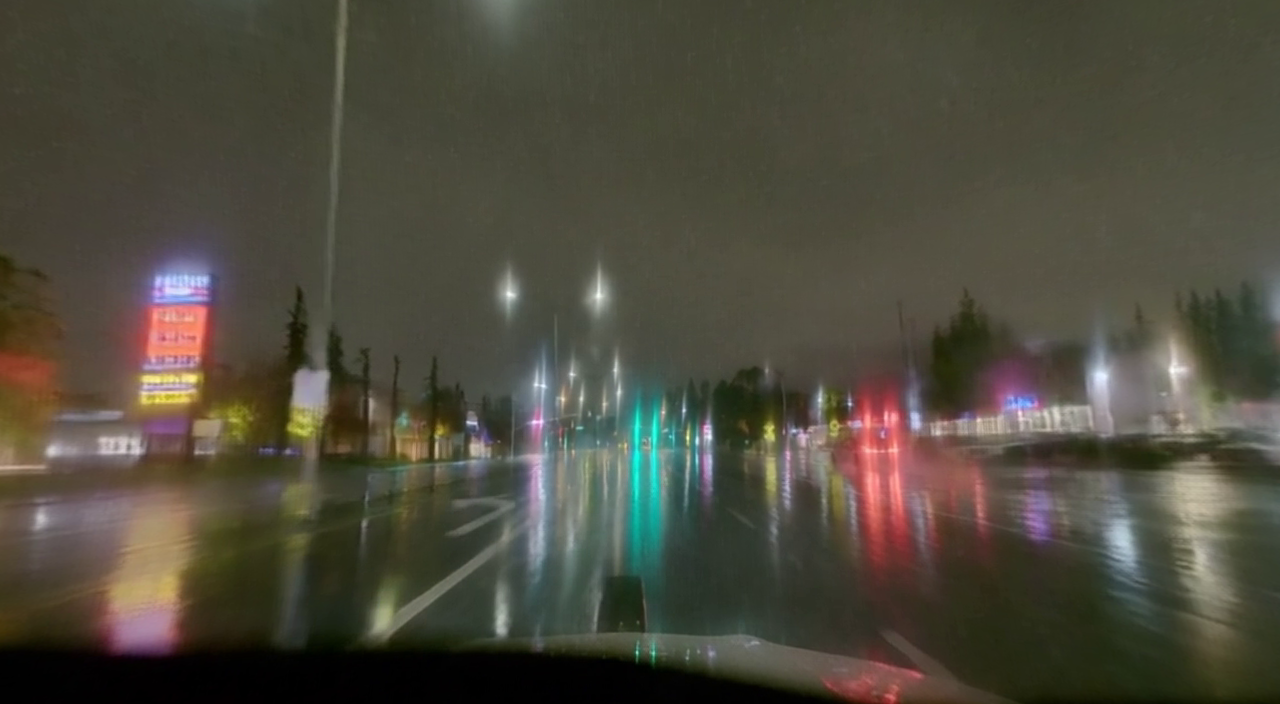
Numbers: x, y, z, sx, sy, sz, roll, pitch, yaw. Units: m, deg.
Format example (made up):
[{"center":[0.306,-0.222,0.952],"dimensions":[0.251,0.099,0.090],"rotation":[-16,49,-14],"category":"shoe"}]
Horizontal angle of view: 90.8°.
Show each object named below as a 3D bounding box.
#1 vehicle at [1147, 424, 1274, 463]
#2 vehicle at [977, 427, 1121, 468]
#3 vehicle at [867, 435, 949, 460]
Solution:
[{"center":[28.041,4.538,31.318],"dimensions":[1.931,1.784,4.813],"rotation":[0,-8,2],"category":"vehicle"},{"center":[17.979,4.218,27.943],"dimensions":[4.935,1.753,1.958],"rotation":[0,-8,1],"category":"vehicle"},{"center":[17.088,6.082,40.364],"dimensions":[4.324,1.536,1.947],"rotation":[0,-8,-1],"category":"vehicle"}]
